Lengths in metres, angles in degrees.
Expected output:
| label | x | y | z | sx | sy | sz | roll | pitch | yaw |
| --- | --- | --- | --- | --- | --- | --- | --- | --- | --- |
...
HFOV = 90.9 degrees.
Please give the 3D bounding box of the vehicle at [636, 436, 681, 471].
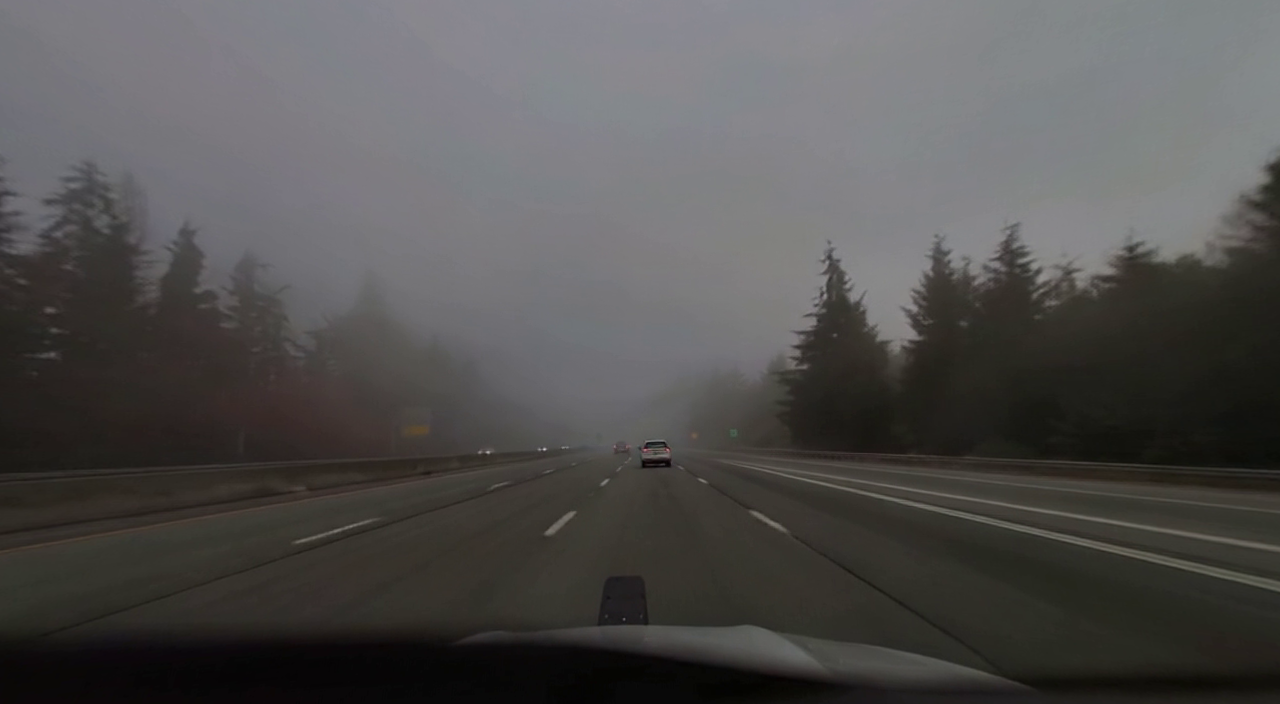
| label | x | y | z | sx | sy | sz | roll | pitch | yaw |
| --- | --- | --- | --- | --- | --- | --- | --- | --- | --- |
| vehicle | 0.926 | 5.455 | 34.129 | 2.260 | 1.766 | 4.348 | 0 | -8 | 0 |
